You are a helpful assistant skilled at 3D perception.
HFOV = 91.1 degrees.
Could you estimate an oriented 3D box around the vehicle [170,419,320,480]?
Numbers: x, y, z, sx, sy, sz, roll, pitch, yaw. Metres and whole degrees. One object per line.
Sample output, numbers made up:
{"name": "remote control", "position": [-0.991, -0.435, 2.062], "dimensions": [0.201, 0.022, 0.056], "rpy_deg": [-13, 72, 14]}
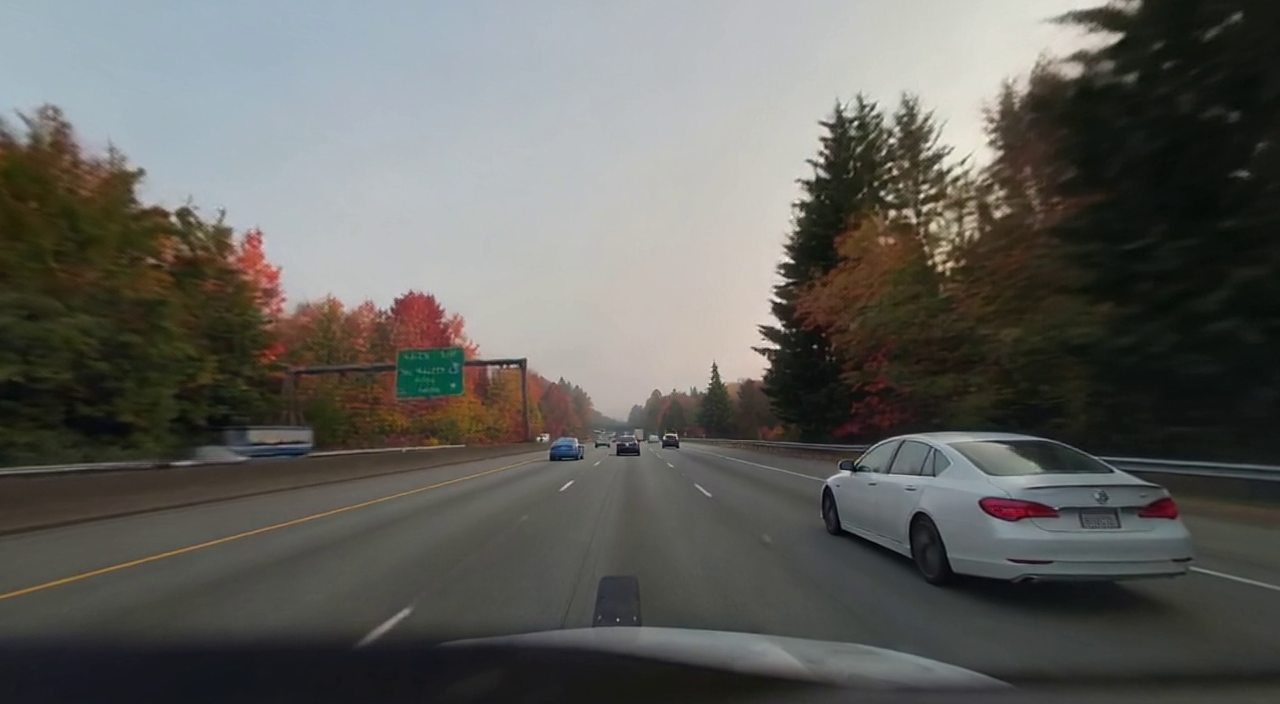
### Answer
{"name": "vehicle", "position": [-20.100, 5.006, 32.734], "dimensions": [2.685, 2.760, 7.884], "rpy_deg": [0, -8, 0]}

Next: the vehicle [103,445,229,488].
{"name": "vehicle", "position": [-19.915, 4.788, 26.679], "dimensions": [2.038, 1.566, 4.287], "rpy_deg": [0, -8, -1]}

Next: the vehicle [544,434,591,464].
{"name": "vehicle", "position": [-3.917, 5.313, 34.752], "dimensions": [2.103, 1.507, 4.367], "rpy_deg": [0, -8, 0]}
